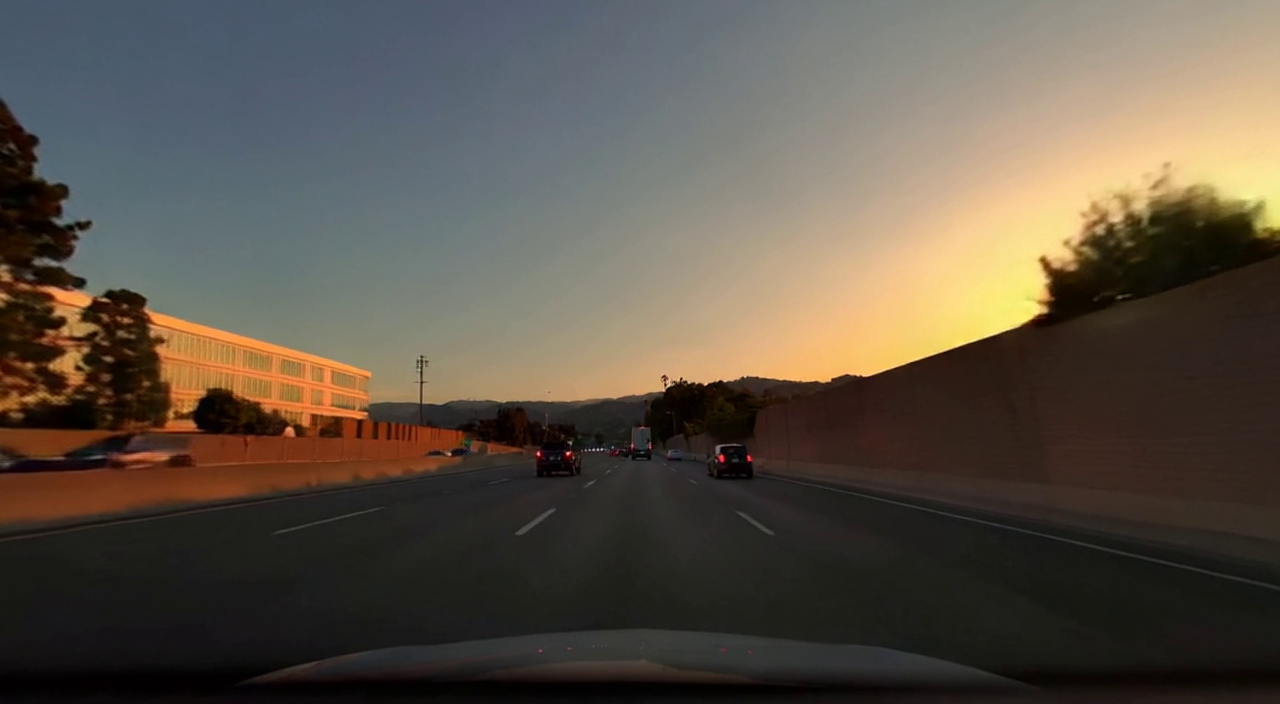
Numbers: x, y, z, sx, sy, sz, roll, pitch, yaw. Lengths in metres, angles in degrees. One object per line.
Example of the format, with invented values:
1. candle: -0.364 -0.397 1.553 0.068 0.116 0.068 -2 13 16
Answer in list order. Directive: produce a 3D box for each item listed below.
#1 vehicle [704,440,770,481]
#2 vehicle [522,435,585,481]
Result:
1. vehicle: 3.972 4.538 26.563 1.973 1.536 4.337 0 -9 -1
2. vehicle: -3.675 4.610 27.608 2.014 1.811 4.369 -1 -9 2
